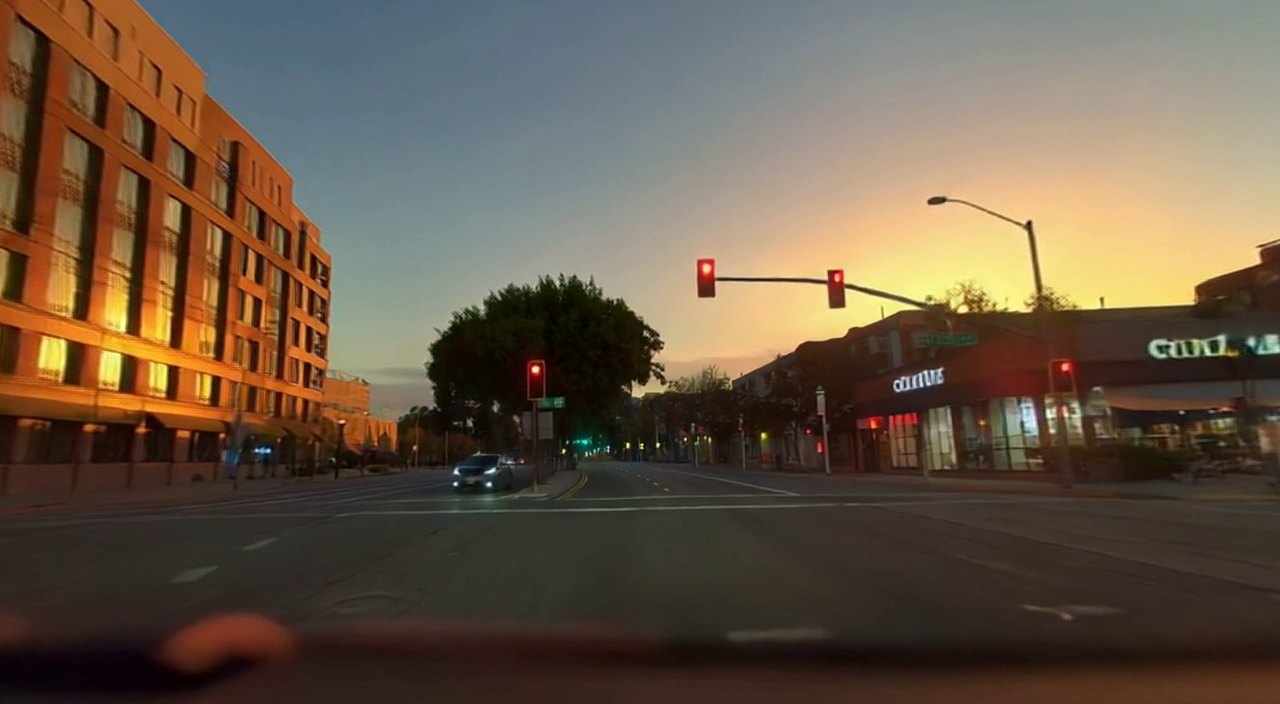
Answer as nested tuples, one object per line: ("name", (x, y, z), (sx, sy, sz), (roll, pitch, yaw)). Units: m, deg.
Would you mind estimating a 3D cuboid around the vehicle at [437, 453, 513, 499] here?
("vehicle", (-6.031, 4.558, 23.620), (1.894, 1.474, 4.332), (0, -8, -4))
